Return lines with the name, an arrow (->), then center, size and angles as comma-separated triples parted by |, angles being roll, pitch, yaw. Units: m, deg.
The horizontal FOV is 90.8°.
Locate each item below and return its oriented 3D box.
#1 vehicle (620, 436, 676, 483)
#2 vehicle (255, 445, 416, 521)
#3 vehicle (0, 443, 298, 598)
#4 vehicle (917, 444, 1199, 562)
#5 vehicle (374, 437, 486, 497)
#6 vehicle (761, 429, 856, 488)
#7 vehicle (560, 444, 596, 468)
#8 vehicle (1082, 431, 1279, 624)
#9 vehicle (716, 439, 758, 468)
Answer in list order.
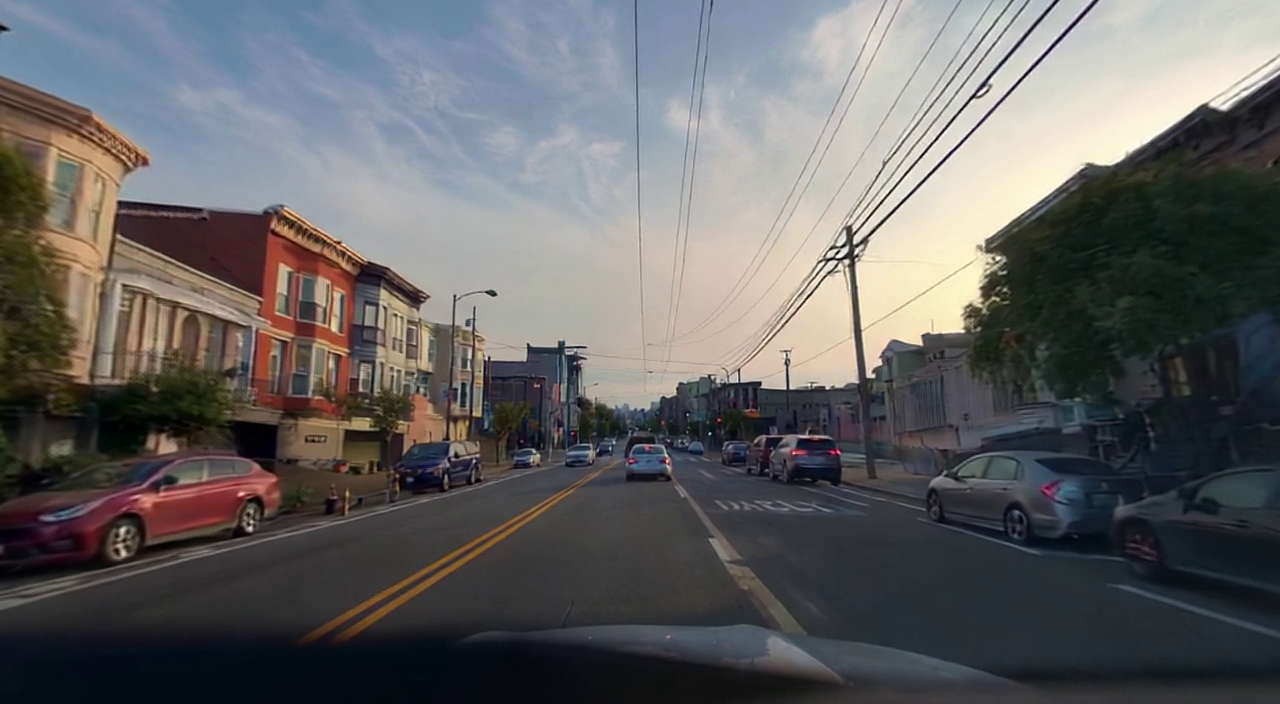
vehicle -> 0.325, 4.067, 24.169 | 1.980, 1.635, 3.795 | 0, -9, 1
vehicle -> -7.236, 3.103, 15.581 | 1.928, 1.552, 4.234 | 0, -8, -1
vehicle -> -7.289, 2.165, 9.227 | 1.884, 1.582, 4.837 | 0, -8, 0
vehicle -> 6.559, 2.347, 10.617 | 1.842, 1.561, 4.084 | 0, -9, -1
vehicle -> -7.202, 3.952, 22.388 | 2.095, 1.847, 5.290 | 0, -8, 1
vehicle -> 6.495, 4.204, 25.222 | 2.203, 2.052, 5.975 | 0, -9, 0
vehicle -> -4.122, 6.958, 42.579 | 1.944, 1.515, 4.428 | 0, -9, 1
vehicle -> 6.462, 1.495, 5.386 | 2.018, 1.630, 4.594 | 0, -9, 0
vehicle -> 6.848, 7.224, 45.233 | 2.197, 1.917, 5.637 | 0, -9, 1
